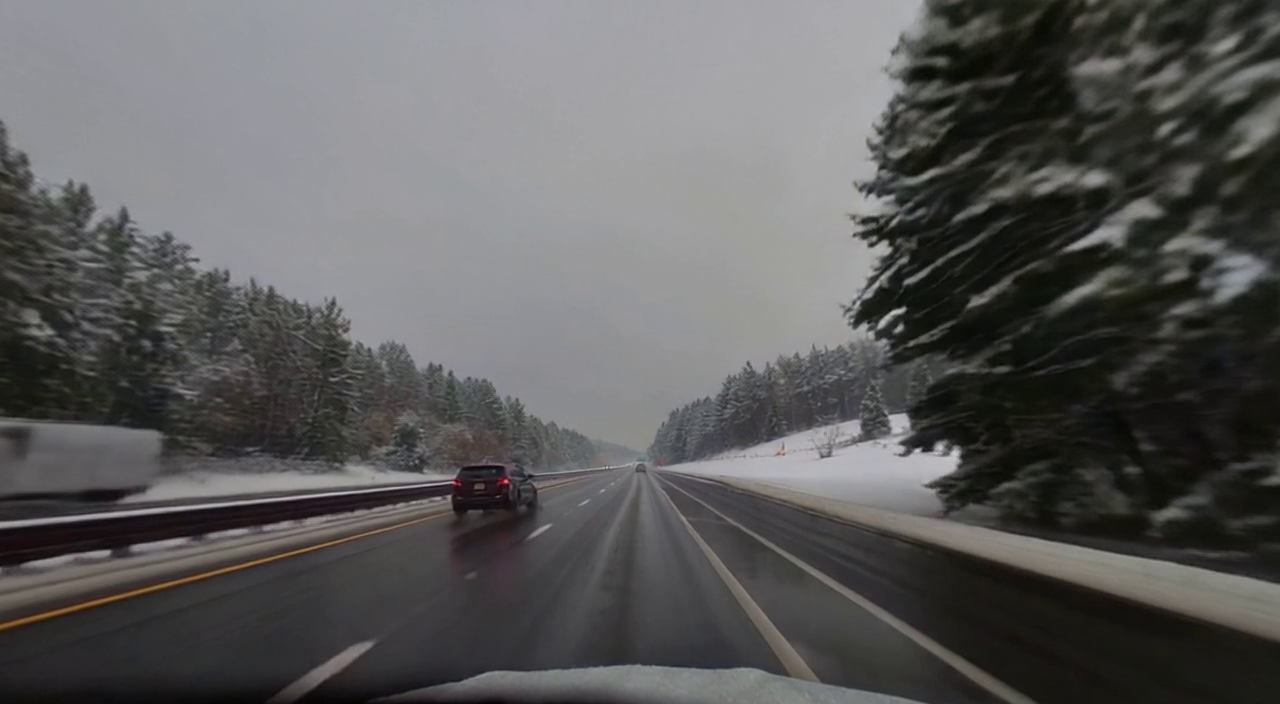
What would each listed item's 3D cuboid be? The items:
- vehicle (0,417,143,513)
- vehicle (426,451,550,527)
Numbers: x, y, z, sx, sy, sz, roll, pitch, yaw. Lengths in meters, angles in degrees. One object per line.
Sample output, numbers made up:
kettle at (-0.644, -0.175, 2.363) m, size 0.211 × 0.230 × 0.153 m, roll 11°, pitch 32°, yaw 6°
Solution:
vehicle at (-17.455, 3.083, 17.233) m, size 2.279 × 2.404 × 6.482 m, roll 1°, pitch -10°, yaw 0°
vehicle at (-3.492, 3.264, 15.361) m, size 1.900 × 1.550 × 4.146 m, roll 1°, pitch -10°, yaw 1°
